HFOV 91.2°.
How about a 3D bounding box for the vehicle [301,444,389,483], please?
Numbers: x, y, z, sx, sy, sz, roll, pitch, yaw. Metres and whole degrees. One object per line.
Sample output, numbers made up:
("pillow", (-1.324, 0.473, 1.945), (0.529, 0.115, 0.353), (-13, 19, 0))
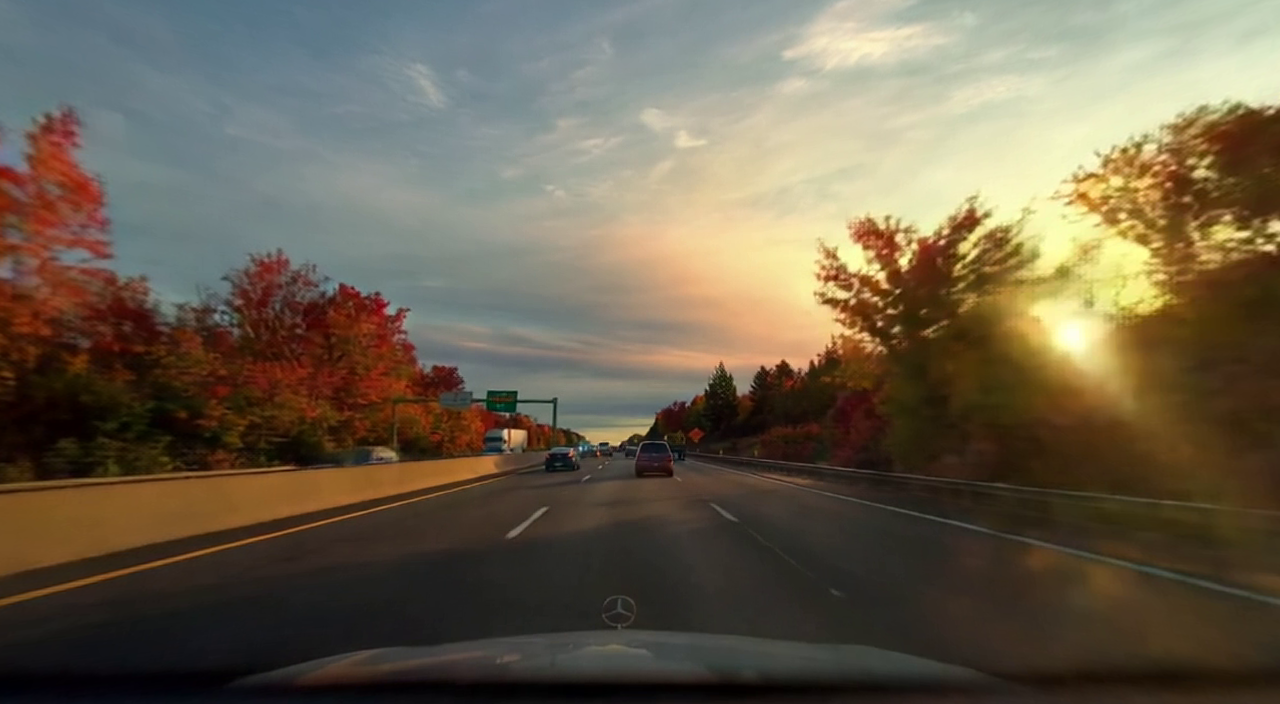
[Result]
("vehicle", (-13.528, 5.112, 29.034), (1.979, 1.647, 4.207), (0, -9, 0))

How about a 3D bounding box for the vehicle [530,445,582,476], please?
("vehicle", (-4.059, 5.294, 30.857), (2.037, 1.418, 3.793), (0, -9, 0))

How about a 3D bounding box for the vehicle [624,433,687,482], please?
("vehicle", (0.515, 4.168, 24.935), (2.250, 1.718, 4.358), (0, -9, -1))
